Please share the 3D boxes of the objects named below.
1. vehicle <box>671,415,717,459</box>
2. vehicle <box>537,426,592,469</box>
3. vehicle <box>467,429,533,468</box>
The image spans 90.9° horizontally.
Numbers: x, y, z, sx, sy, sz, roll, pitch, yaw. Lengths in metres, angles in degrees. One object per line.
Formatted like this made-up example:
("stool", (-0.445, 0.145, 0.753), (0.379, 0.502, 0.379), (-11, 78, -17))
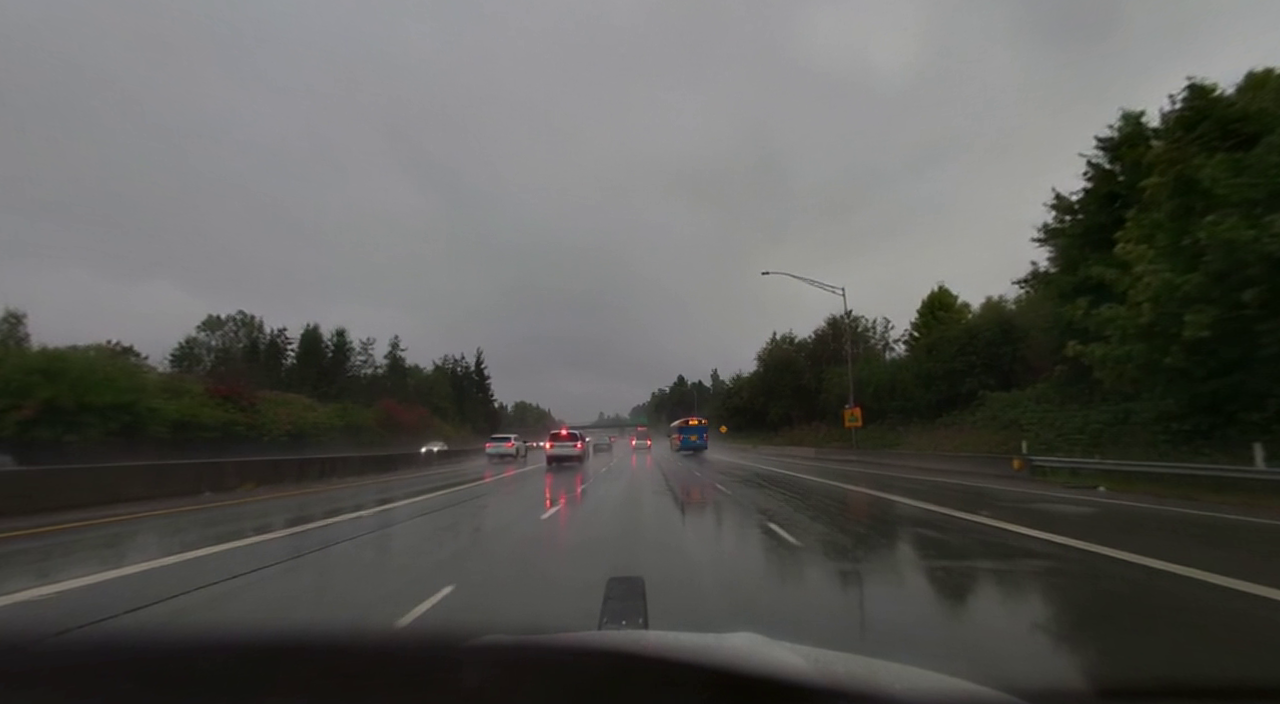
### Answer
("vehicle", (3.655, 6.056, 44.439), (2.573, 2.828, 6.754), (0, -8, -1))
("vehicle", (-3.508, 4.564, 30.199), (2.016, 1.898, 4.458), (0, -8, 1))
("vehicle", (-7.219, 5.048, 33.163), (2.217, 1.870, 5.075), (0, -8, 1))
